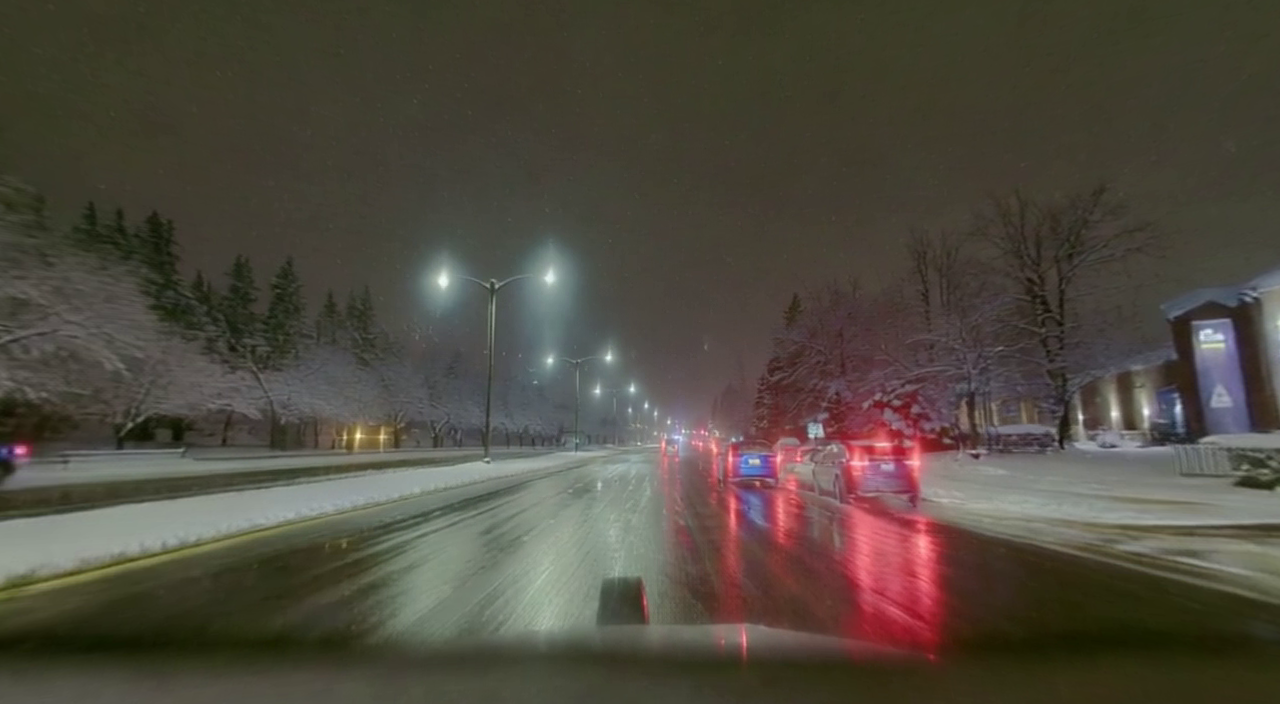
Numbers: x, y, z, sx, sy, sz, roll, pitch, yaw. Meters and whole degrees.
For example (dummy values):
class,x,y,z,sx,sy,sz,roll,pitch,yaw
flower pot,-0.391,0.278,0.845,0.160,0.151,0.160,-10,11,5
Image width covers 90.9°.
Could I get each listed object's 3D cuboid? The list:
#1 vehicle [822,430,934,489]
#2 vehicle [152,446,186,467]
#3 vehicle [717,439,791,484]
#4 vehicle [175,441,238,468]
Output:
class,x,y,z,sx,sy,sz,roll,pitch,yaw
vehicle,8.061,3.695,21.916,2.104,1.801,4.628,0,-8,1
vehicle,-36.851,8.165,49.397,1.838,1.516,4.662,5,-10,-34
vehicle,4.166,4.073,23.776,1.981,1.499,4.536,0,-8,1
vehicle,-27.950,6.572,40.558,4.266,1.583,2.078,-7,-11,38
